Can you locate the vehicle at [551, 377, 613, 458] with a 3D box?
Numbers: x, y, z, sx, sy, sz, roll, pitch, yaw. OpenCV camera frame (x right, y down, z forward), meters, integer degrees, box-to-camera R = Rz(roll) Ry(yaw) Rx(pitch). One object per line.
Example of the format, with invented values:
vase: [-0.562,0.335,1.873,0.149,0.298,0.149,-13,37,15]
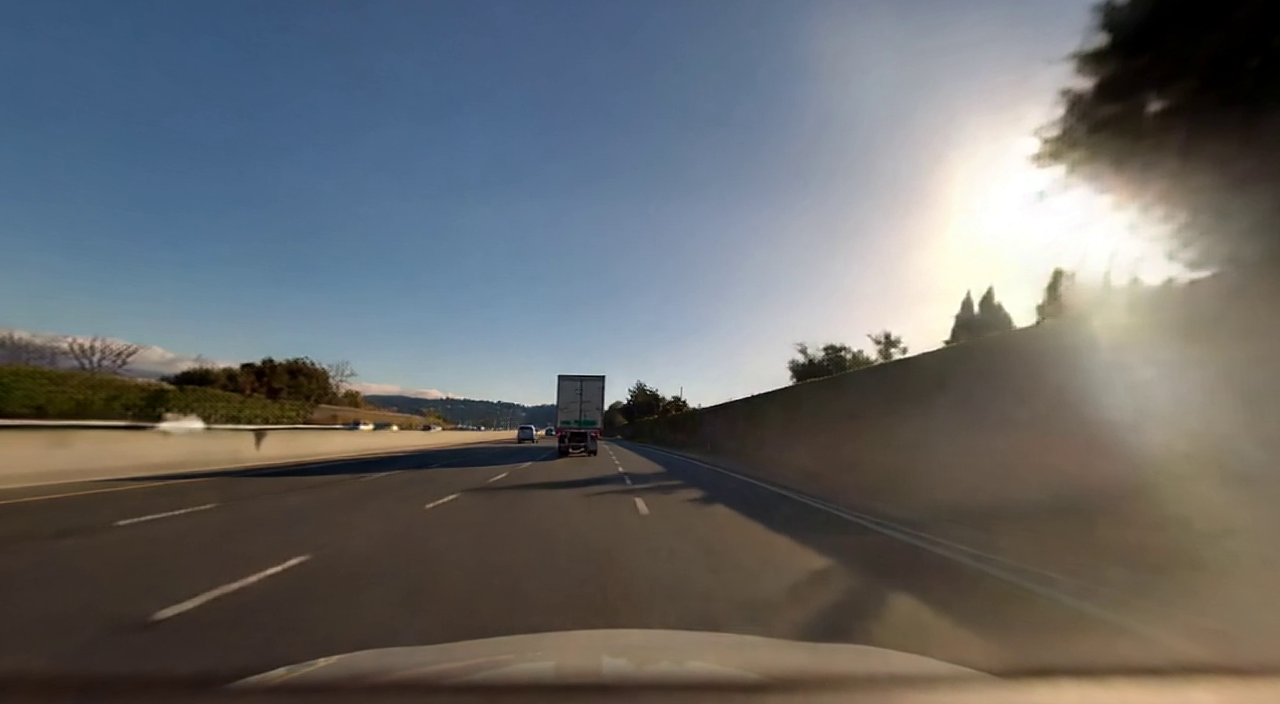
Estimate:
vehicle: [-3.296,4.059,37.241,3.002,3.987,12.477,1,-8,-4]

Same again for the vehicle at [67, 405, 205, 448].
vehicle: [-22.039,3.316,27.819,2.213,1.692,4.978,2,-7,-4]
